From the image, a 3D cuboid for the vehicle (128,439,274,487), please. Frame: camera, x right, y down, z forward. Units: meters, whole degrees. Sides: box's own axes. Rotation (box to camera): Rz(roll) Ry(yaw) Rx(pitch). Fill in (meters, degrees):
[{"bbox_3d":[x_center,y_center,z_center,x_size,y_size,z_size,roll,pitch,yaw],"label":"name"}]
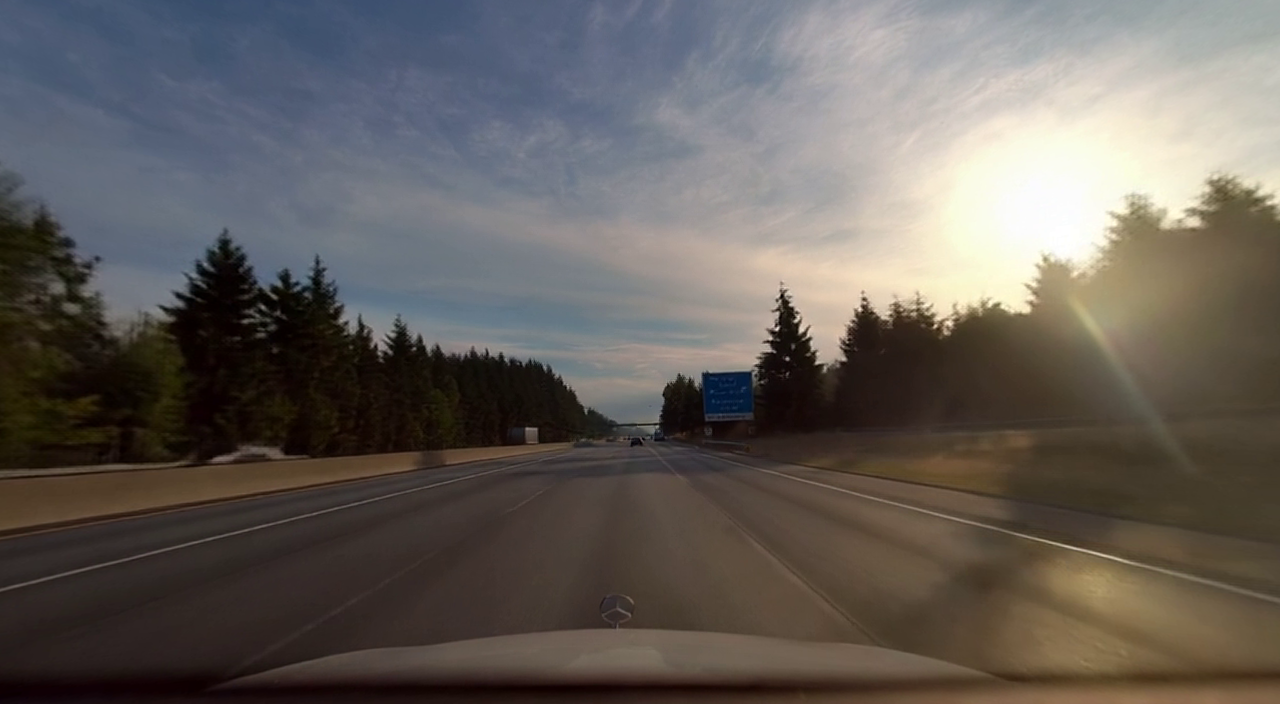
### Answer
[{"bbox_3d":[-14.710,3.695,21.407,1.994,1.455,4.162,0,-8,-1],"label":"vehicle"}]
